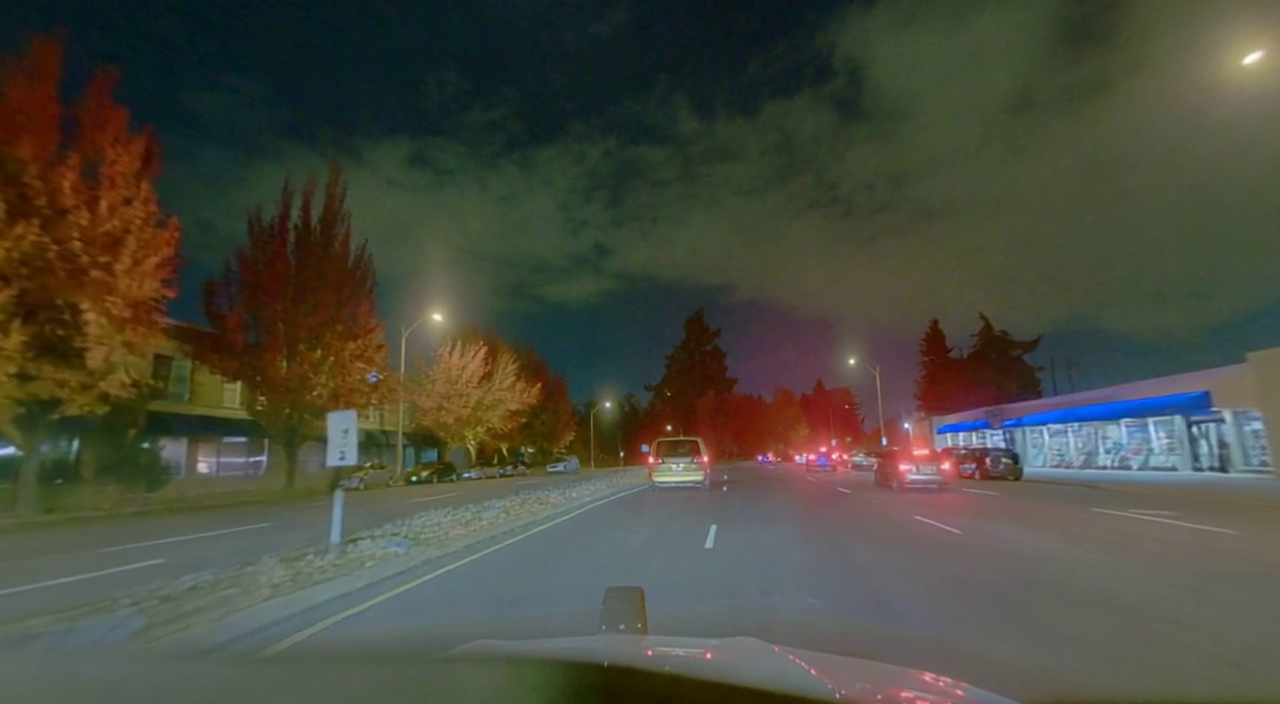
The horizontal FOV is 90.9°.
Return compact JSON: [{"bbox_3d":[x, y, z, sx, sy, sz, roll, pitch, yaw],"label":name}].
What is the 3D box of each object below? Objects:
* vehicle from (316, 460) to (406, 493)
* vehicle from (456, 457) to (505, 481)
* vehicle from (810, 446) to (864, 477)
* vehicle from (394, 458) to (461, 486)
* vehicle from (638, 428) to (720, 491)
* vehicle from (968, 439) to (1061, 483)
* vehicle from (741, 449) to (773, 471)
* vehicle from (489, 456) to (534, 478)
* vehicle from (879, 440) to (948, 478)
[{"bbox_3d":[-13.231,5.897,30.263,1.797,1.351,4.300,-2,-9,10],"label":"vehicle"},{"bbox_3d":[-11.100,8.167,44.302,1.947,1.558,4.065,-1,-9,7],"label":"vehicle"},{"bbox_3d":[10.102,5.615,32.646,1.886,1.464,4.290,-1,-9,7],"label":"vehicle"},{"bbox_3d":[-12.155,6.873,36.348,1.877,1.445,4.436,-1,-9,7],"label":"vehicle"},{"bbox_3d":[1.466,3.609,21.415,2.344,1.863,4.665,-1,-9,9],"label":"vehicle"},{"bbox_3d":[16.310,4.736,27.719,2.076,1.759,3.970,-1,-9,8],"label":"vehicle"},{"bbox_3d":[9.039,8.356,49.108,2.249,1.621,3.978,-1,-9,8],"label":"vehicle"},{"bbox_3d":[-10.084,9.048,49.871,1.921,1.621,4.930,-1,-9,8],"label":"vehicle"},{"bbox_3d":[13.829,5.416,32.193,2.040,1.738,4.414,-1,-9,7],"label":"vehicle"}]
